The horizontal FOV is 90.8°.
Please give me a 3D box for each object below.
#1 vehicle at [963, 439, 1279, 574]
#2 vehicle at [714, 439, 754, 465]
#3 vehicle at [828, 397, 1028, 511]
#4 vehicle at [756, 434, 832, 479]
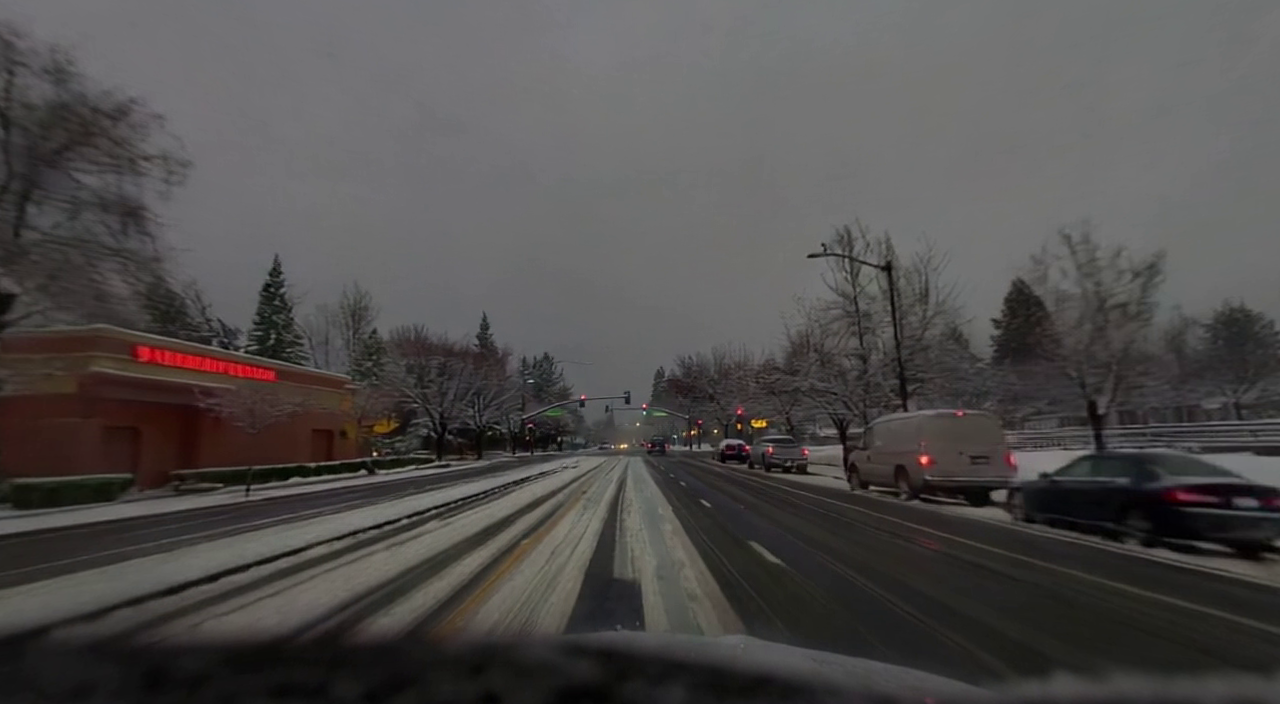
[{"bbox_3d":[7.239,2.074,9.575,1.884,1.458,5.146,0,-8,-1],"label":"vehicle"},{"bbox_3d":[6.953,7.474,47.367,2.132,1.793,5.003,0,-8,-1],"label":"vehicle"},{"bbox_3d":[7.114,2.636,16.672,2.323,2.433,5.901,0,-8,-1],"label":"vehicle"},{"bbox_3d":[7.008,4.819,29.320,2.088,1.848,4.936,0,-9,-2],"label":"vehicle"}]
